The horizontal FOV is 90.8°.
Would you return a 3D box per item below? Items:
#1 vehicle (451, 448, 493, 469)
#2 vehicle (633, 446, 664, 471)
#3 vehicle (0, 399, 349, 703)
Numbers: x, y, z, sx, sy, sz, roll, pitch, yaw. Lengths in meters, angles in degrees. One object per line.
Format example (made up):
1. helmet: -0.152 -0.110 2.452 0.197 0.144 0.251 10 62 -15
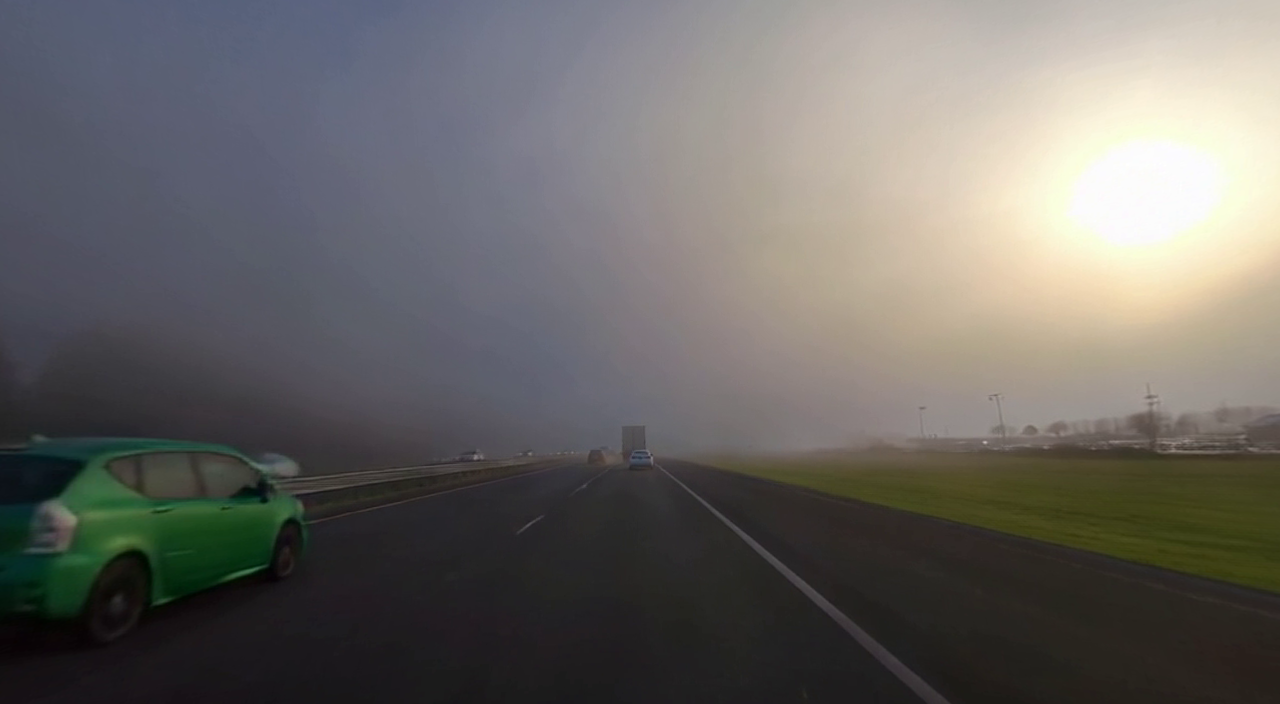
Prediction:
1. vehicle: -12.809 8.138 48.257 1.965 1.523 4.502 0 -9 0
2. vehicle: 0.526 7.141 42.389 1.992 1.593 3.937 0 -9 -1
3. vehicle: -4.252 1.281 4.794 2.172 1.548 3.953 0 -9 0
